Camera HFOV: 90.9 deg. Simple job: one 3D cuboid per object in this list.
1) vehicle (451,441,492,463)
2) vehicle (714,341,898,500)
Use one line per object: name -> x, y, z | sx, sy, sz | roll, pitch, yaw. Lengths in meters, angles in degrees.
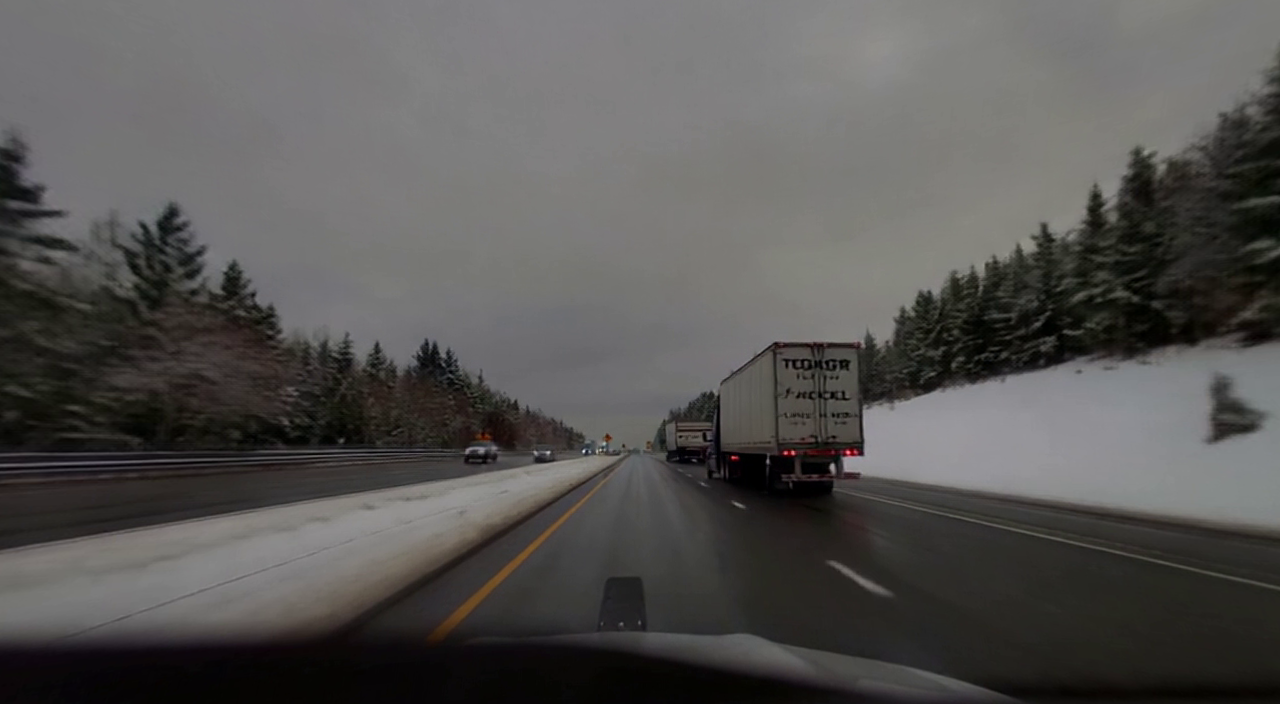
vehicle -> -11.583, 6.906, 43.580 | 1.794, 1.456, 3.754 | 0, -9, 1
vehicle -> 5.061, 2.828, 23.316 | 2.929, 4.093, 14.258 | 0, -9, 0
